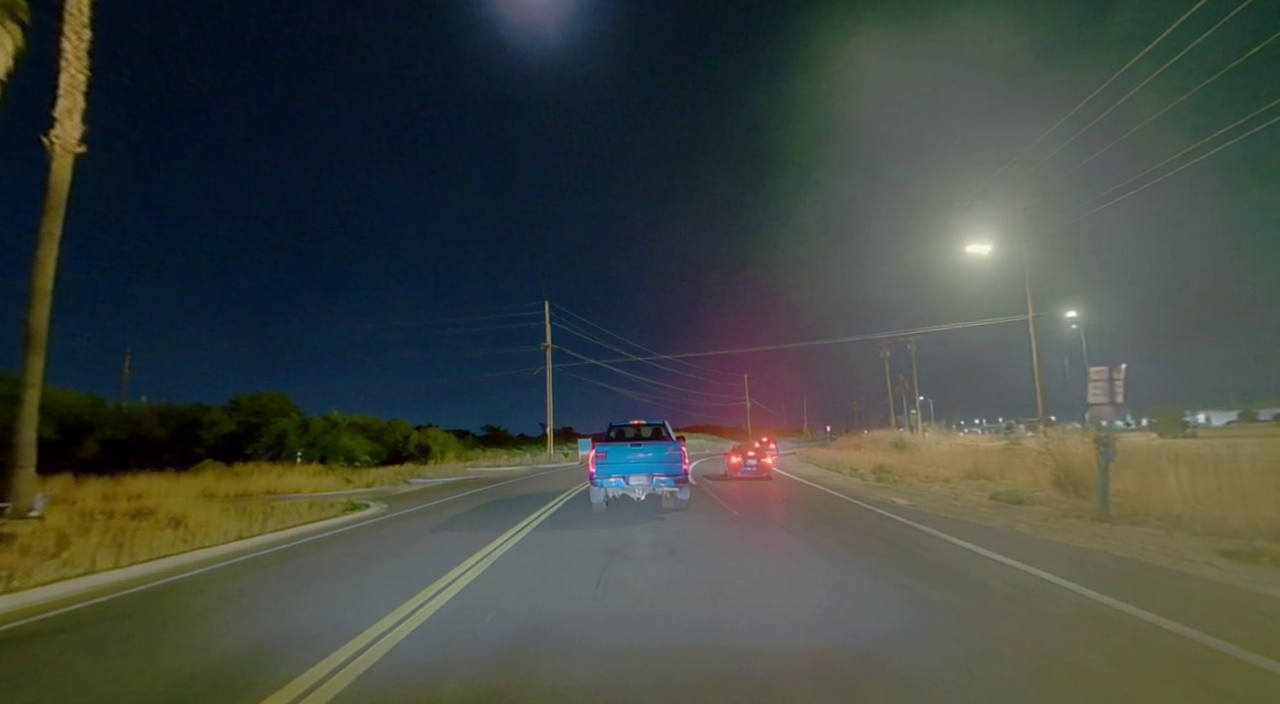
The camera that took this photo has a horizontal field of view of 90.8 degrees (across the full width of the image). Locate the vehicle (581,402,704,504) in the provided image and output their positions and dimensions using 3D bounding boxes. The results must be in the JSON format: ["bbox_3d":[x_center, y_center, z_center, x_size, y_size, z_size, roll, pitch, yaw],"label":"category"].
[{"bbox_3d":[0.097,2.655,16.891,2.693,2.223,5.885,0,-9,1],"label":"vehicle"}]
